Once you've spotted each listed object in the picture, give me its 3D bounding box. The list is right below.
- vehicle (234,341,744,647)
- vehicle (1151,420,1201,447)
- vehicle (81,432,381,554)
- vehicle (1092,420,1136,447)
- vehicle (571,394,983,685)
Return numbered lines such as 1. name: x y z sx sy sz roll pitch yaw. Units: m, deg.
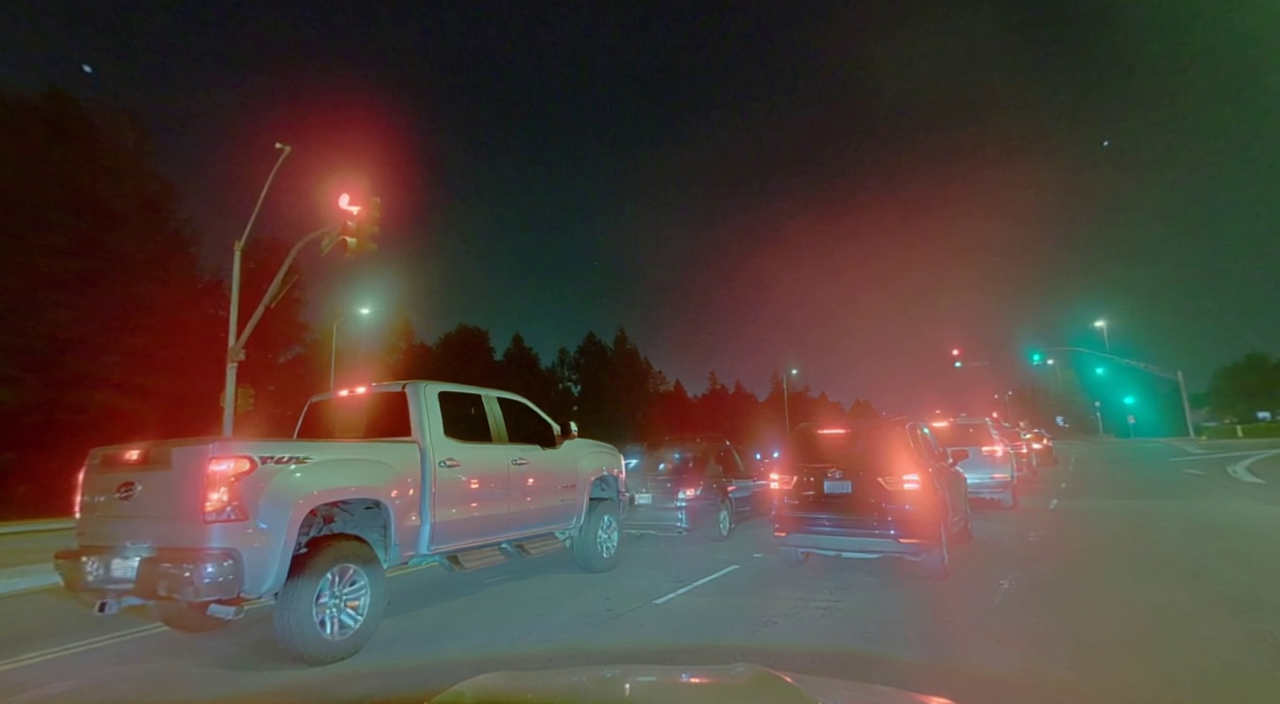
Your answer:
1. vehicle: -0.877 1.398 7.463 2.272 2.016 6.146 -5 -10 27
2. vehicle: 35.762 5.479 42.194 2.183 1.714 4.491 -7 -11 37
3. vehicle: -8.347 2.797 13.446 2.174 2.057 4.738 -6 -10 33
4. vehicle: 32.792 5.677 43.726 2.160 1.790 4.303 -6 -10 35
5. vehicle: 1.718 1.378 5.990 2.027 1.549 4.801 -6 -10 35
